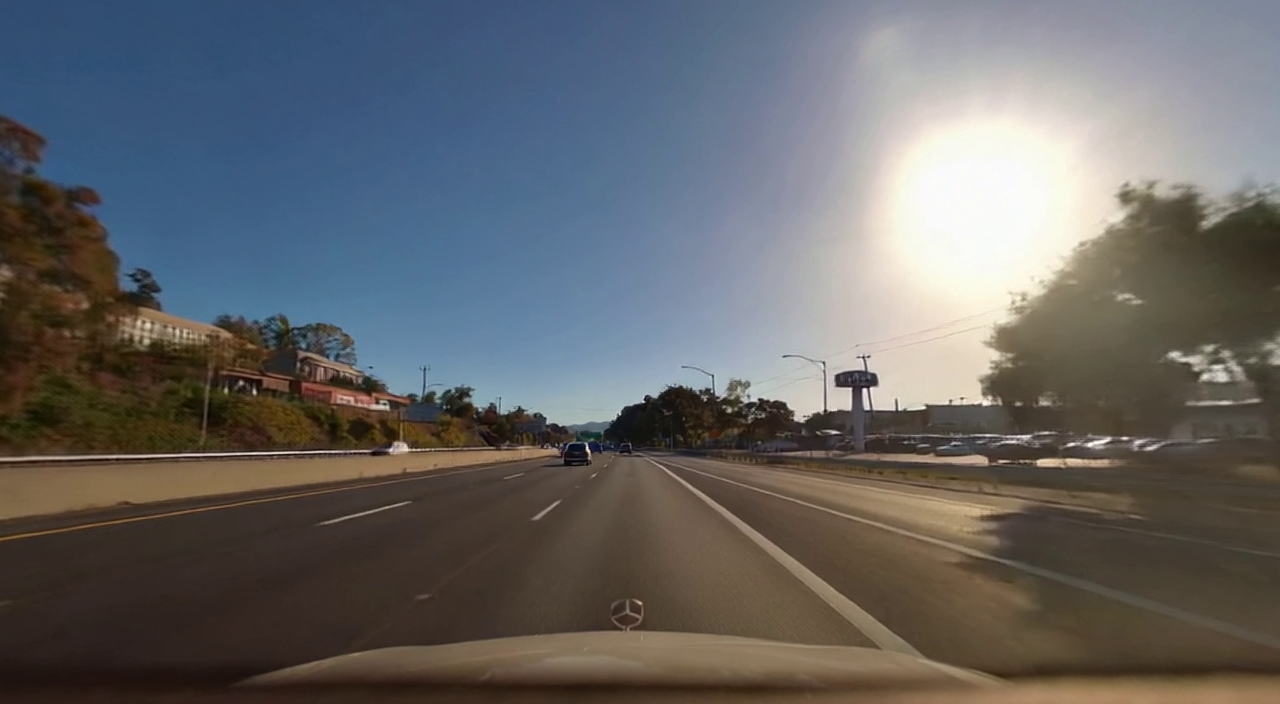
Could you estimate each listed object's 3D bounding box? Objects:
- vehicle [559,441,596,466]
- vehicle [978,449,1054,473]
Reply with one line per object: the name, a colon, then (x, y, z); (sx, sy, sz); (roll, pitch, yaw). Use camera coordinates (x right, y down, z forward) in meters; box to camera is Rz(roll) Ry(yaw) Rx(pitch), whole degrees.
vehicle: (-4.559, 7.532, 47.175); (2.236, 1.736, 5.585); (0, -8, 0)
vehicle: (29.556, 8.576, 49.868); (1.972, 1.749, 5.464); (2, -9, -10)
